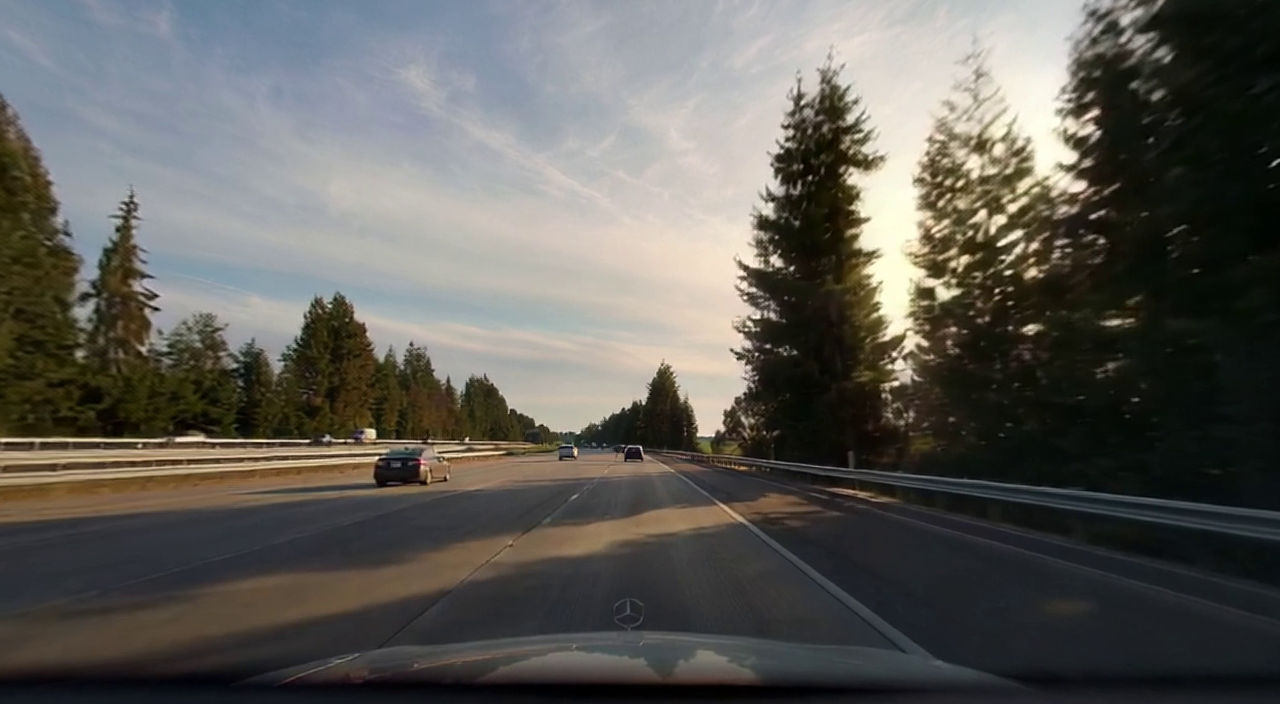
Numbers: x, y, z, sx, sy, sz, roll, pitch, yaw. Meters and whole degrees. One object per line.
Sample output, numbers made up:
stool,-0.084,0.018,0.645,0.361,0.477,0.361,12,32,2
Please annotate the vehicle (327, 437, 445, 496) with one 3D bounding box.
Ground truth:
vehicle,-7.551,3.424,19.239,1.972,1.603,3.891,0,-8,0
